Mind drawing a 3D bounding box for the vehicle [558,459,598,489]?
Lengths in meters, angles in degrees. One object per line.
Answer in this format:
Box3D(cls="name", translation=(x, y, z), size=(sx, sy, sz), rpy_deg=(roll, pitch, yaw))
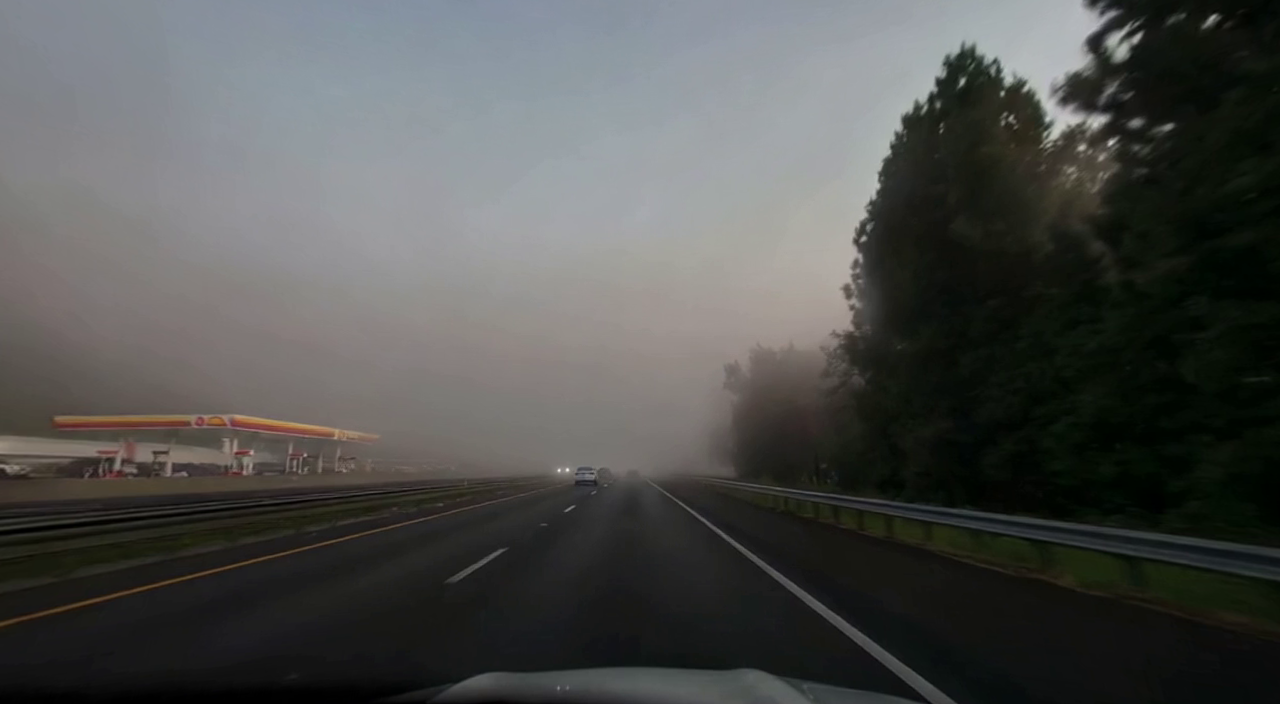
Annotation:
Box3D(cls="vehicle", translation=(-4.105, 8.201, 42.491), size=(2.166, 1.871, 4.536), rpy_deg=(1, -11, 1))
